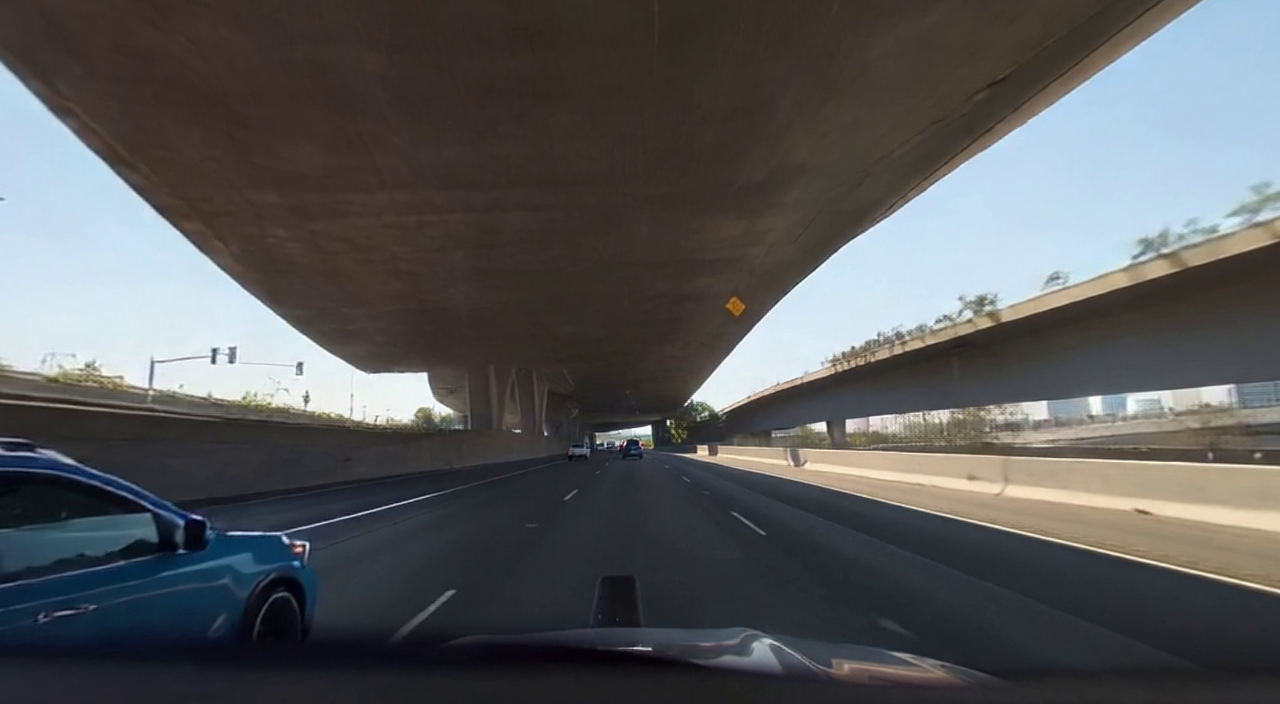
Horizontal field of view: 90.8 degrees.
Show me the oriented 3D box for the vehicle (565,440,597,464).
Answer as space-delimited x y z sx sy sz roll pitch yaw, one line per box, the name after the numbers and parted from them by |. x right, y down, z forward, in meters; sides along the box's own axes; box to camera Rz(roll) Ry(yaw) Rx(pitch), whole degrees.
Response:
-4.361 7.449 47.131 2.000 1.646 4.201 0 -8 -1 | vehicle

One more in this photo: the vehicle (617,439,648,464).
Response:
-0.589 7.141 45.481 2.132 1.657 3.967 0 -8 -2 | vehicle
